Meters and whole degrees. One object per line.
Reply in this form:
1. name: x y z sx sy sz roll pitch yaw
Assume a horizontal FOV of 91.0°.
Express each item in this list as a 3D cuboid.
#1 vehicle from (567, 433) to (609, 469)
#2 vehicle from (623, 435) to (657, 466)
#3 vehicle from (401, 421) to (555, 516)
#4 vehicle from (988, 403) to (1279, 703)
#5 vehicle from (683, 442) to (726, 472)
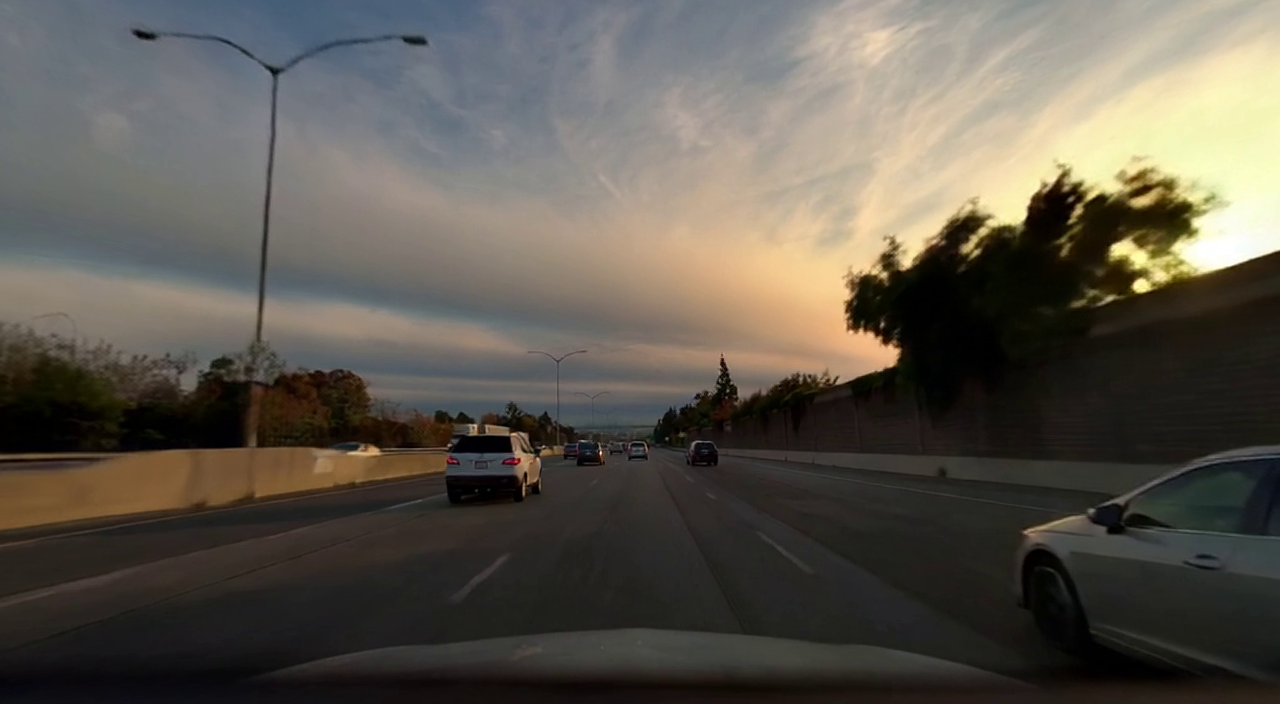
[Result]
1. vehicle: -3.356 6.539 41.571 2.378 2.214 4.352 0 -9 0
2. vehicle: -0.016 7.630 48.967 2.485 2.215 5.199 0 -9 0
3. vehicle: -3.528 2.681 15.047 2.184 1.819 5.441 0 -9 1
4. vehicle: 3.521 0.955 2.224 1.916 1.566 4.611 0 -9 0
5. vehicle: 3.945 6.493 39.272 2.224 1.752 4.487 0 -9 0
